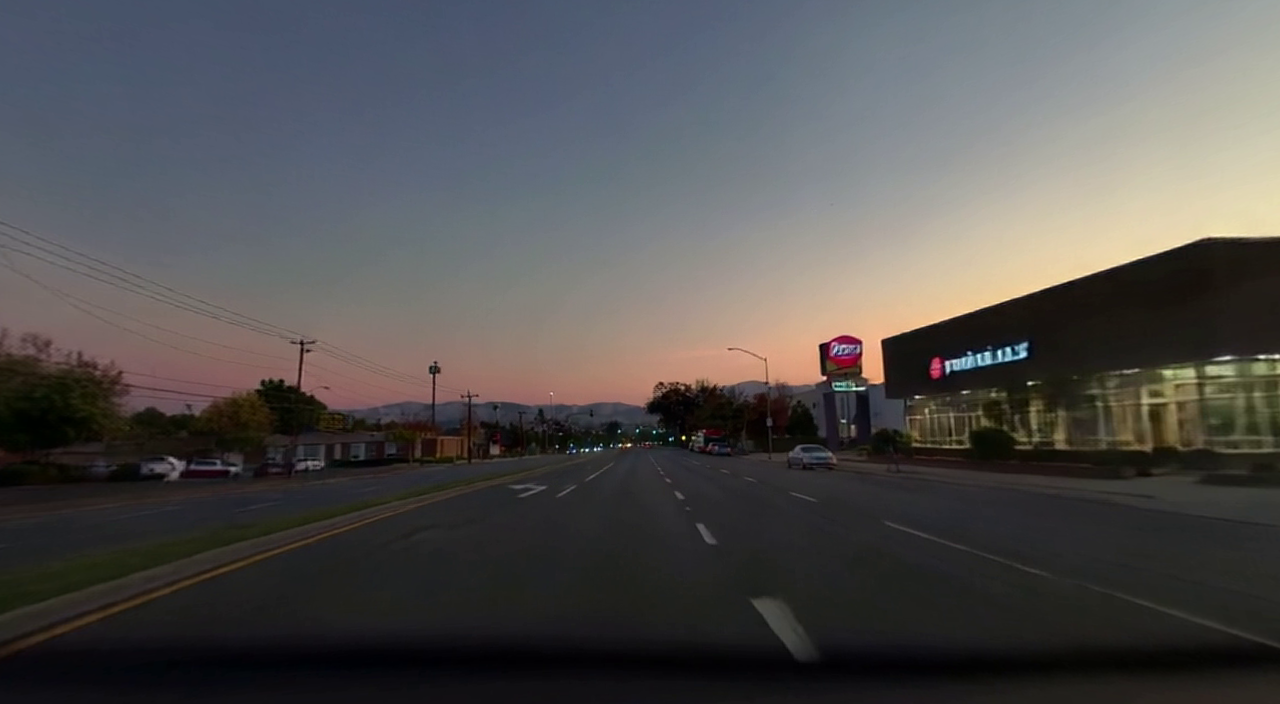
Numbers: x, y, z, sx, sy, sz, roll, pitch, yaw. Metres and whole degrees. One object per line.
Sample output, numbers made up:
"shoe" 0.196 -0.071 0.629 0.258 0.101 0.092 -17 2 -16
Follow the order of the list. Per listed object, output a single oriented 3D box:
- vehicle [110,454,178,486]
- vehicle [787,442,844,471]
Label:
"vehicle" -34.923 8.359 44.673 2.341 2.080 5.408 4 -12 -23
"vehicle" 10.116 6.067 36.780 1.886 1.556 4.513 0 -8 -2
